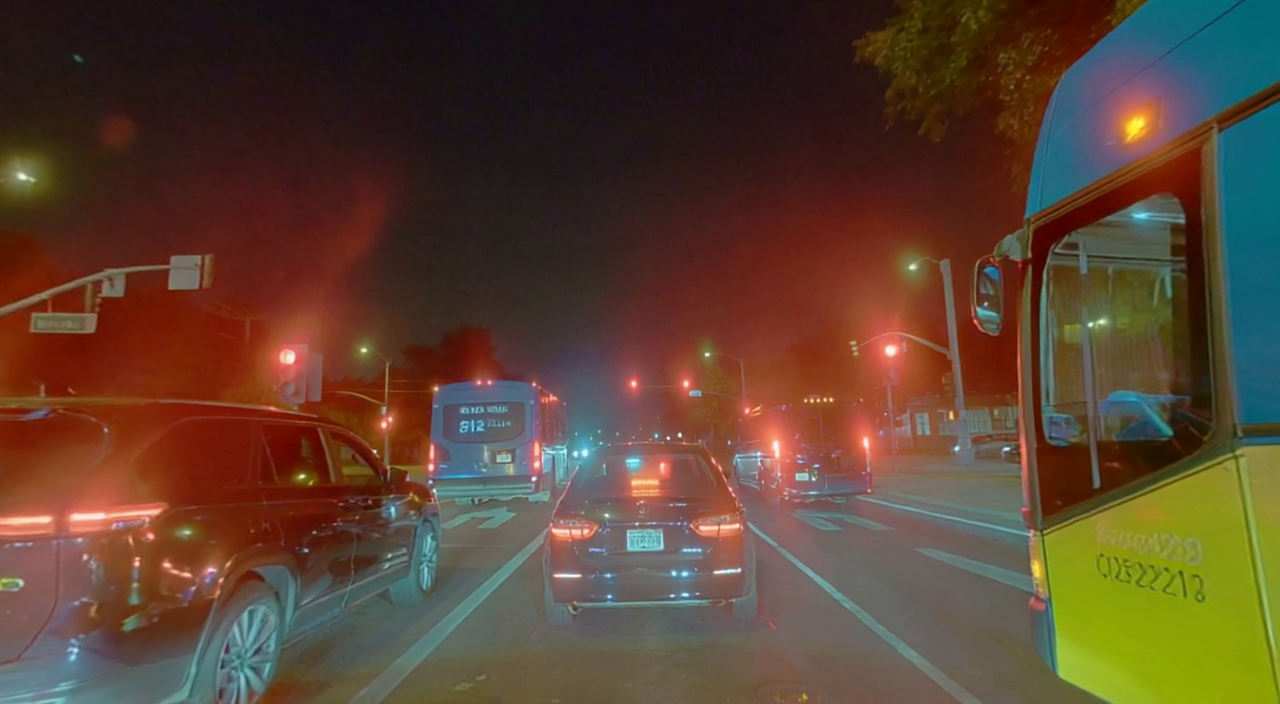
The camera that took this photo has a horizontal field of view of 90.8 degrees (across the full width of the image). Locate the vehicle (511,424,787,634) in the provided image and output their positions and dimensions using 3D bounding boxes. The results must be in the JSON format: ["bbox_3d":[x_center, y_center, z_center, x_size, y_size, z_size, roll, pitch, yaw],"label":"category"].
[{"bbox_3d":[0.061,1.548,6.427,1.976,1.485,3.624,0,-8,0],"label":"vehicle"}]

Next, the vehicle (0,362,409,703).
[{"bbox_3d":[-3.411,1.181,4.627,1.921,1.701,3.989,0,-8,0],"label":"vehicle"}]

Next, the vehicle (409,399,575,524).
[{"bbox_3d":[-2.929,2.354,13.987,2.335,2.221,5.165,0,-8,1],"label":"vehicle"}]

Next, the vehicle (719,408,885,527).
[{"bbox_3d":[3.142,2.398,13.666,2.143,2.036,5.367,0,-8,0],"label":"vehicle"}]

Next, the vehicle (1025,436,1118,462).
[{"bbox_3d":[25.878,5.819,37.988,4.229,1.489,1.794,0,-9,-1],"label":"vehicle"}]

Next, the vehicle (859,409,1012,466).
[{"bbox_3d":[17.584,5.138,37.926,7.839,3.213,2.628,0,-8,-3],"label":"vehicle"}]
